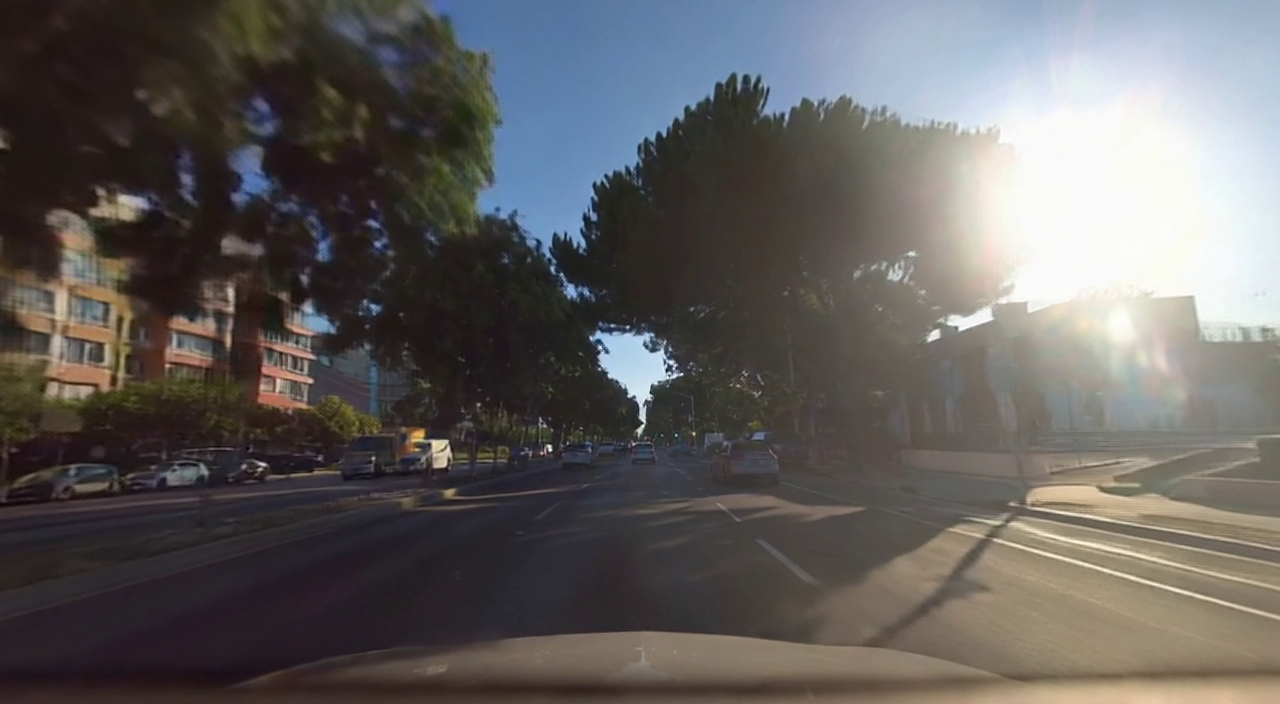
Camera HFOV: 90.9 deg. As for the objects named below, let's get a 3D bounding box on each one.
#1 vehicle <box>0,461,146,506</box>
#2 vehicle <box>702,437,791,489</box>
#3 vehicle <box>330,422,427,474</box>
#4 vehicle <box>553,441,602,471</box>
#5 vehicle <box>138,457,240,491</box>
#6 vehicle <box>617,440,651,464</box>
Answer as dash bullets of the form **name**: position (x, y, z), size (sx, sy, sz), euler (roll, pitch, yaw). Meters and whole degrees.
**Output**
- **vehicle**: position (-22.622, 5.179, 25.222), size (1.801, 1.467, 4.723), euler (0, -8, 0)
- **vehicle**: position (3.314, 3.536, 20.500), size (1.990, 1.486, 4.431), euler (0, -8, -2)
- **vehicle**: position (-19.001, 7.061, 46.630), size (2.995, 3.396, 9.534), euler (0, -8, 0)
- **vehicle**: position (-3.182, 5.420, 33.163), size (2.082, 1.467, 4.379), euler (0, -8, 1)
- **vehicle**: position (-22.562, 6.099, 31.775), size (1.871, 1.471, 4.482), euler (0, -8, 0)
- **vehicle**: position (-0.376, 6.472, 40.855), size (2.101, 1.480, 3.929), euler (0, -8, 0)
